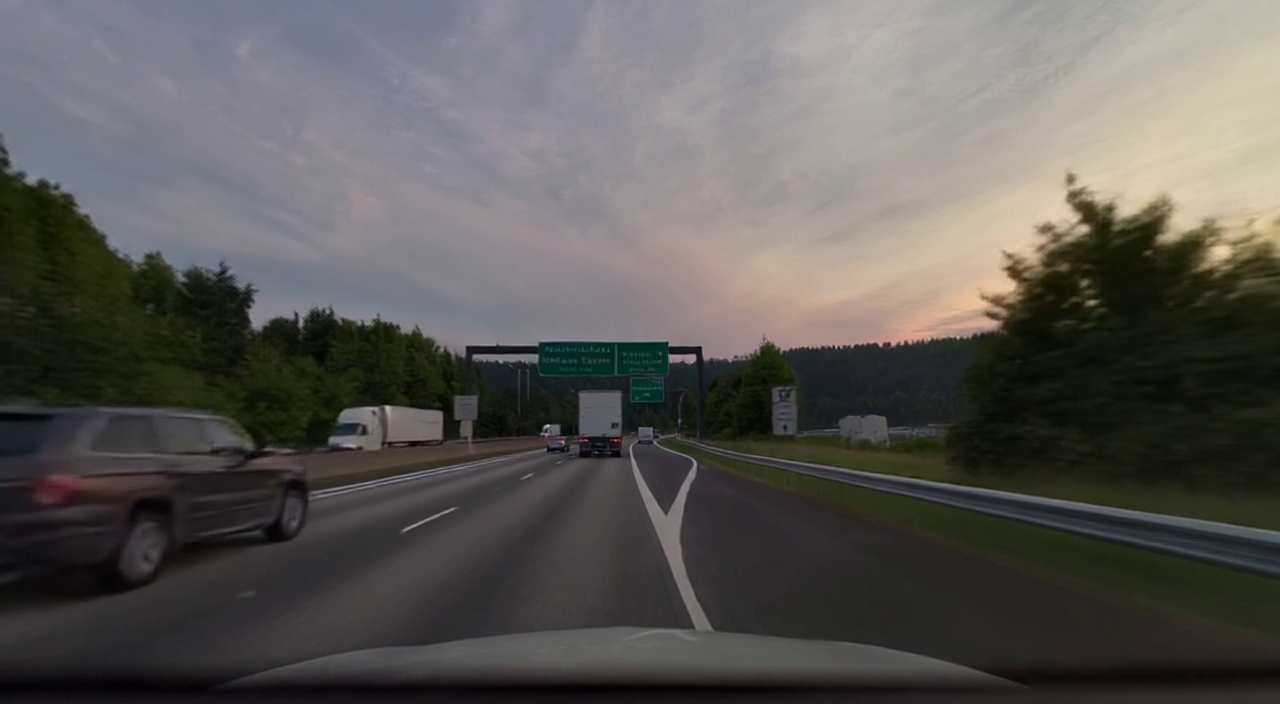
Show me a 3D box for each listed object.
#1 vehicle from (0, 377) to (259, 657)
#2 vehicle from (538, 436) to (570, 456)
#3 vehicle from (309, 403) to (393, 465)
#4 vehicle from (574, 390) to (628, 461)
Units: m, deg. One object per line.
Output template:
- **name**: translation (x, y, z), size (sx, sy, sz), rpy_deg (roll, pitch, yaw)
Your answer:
- **vehicle**: translation (-4.855, 1.042, 4.166), size (2.068, 1.647, 4.321), rpy_deg (0, -8, -2)
- **vehicle**: translation (-6.586, 7.181, 48.421), size (1.931, 1.479, 4.083), rpy_deg (0, -8, -1)
- **vehicle**: translation (-19.535, 5.599, 43.033), size (2.953, 3.896, 5.885), rpy_deg (0, -8, -1)
- **vehicle**: translation (-2.187, 4.463, 37.594), size (2.855, 3.741, 8.587), rpy_deg (0, -8, -2)
